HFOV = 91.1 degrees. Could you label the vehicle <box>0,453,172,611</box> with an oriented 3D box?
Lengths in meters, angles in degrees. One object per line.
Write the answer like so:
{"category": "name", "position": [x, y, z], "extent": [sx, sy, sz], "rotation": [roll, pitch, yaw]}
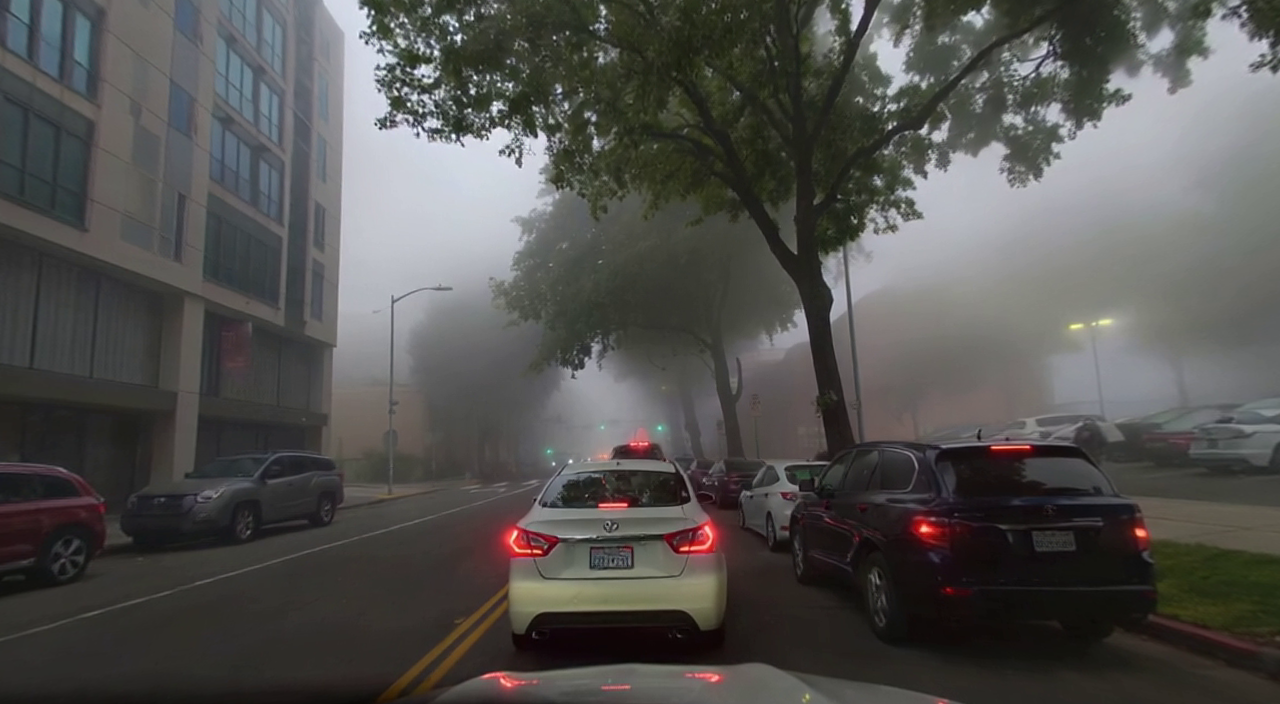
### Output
{"category": "vehicle", "position": [-6.988, 1.685, 5.891], "extent": [1.900, 1.471, 4.202], "rotation": [1, -10, 0]}

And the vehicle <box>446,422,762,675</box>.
{"category": "vehicle", "position": [-0.208, 1.595, 5.942], "extent": [2.018, 1.583, 3.646], "rotation": [1, -10, 1]}

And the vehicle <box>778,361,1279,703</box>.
{"category": "vehicle", "position": [2.710, 1.417, 5.703], "extent": [1.868, 1.920, 4.501], "rotation": [1, -10, 0]}

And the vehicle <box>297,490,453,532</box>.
{"category": "vehicle", "position": [-6.955, 4.270, 17.213], "extent": [2.223, 0.774, 4.789], "rotation": [1, -10, 0]}

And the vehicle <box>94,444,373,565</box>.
{"category": "vehicle", "position": [-6.829, 2.583, 11.360], "extent": [1.994, 1.701, 4.520], "rotation": [0, -10, 0]}
